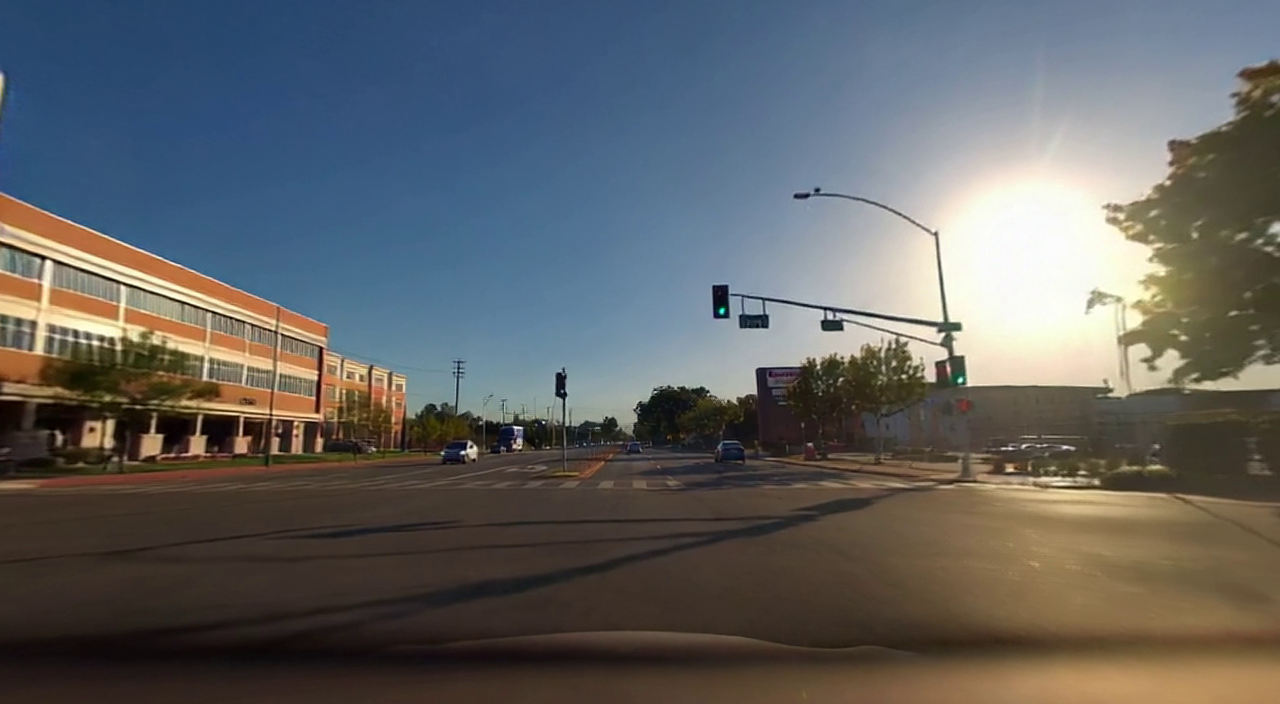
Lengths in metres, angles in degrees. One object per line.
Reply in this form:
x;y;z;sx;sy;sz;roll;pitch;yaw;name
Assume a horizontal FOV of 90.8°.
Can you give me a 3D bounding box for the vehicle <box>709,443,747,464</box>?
6.154;7.162;44.685;1.916;1.437;4.327;1;-9;-3;vehicle
